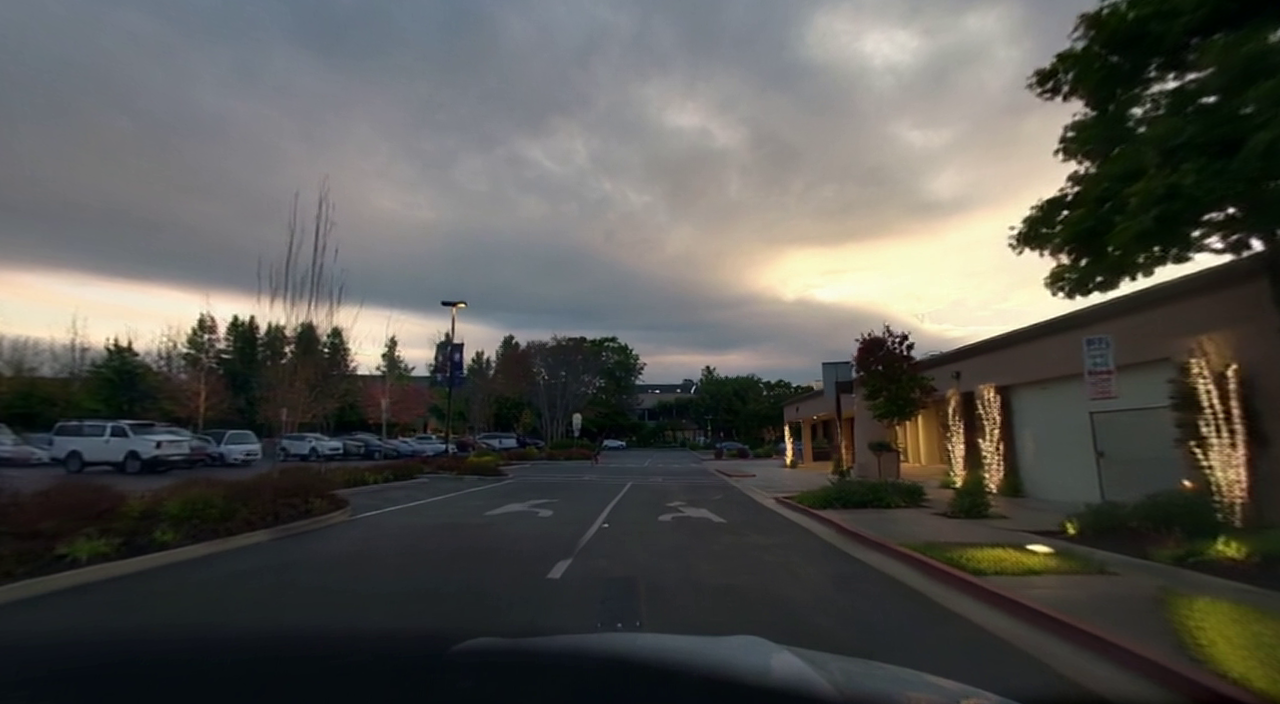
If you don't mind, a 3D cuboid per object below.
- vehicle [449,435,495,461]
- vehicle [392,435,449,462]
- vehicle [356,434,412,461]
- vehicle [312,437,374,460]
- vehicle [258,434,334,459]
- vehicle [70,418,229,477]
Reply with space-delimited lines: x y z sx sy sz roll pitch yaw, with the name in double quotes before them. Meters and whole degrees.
"vehicle" -11.085 6.387 41.993 1.892 1.597 4.259 0 -8 0
"vehicle" -14.258 6.296 41.345 1.928 1.613 4.197 -1 -8 5
"vehicle" -16.760 6.258 41.506 1.902 1.645 3.903 0 -8 2
"vehicle" -19.500 6.350 41.619 1.909 1.474 3.908 -1 -8 5
"vehicle" -22.546 6.229 41.550 1.773 1.498 4.085 0 -9 20
"vehicle" -17.769 3.508 23.238 1.972 1.923 4.535 -1 -8 3
